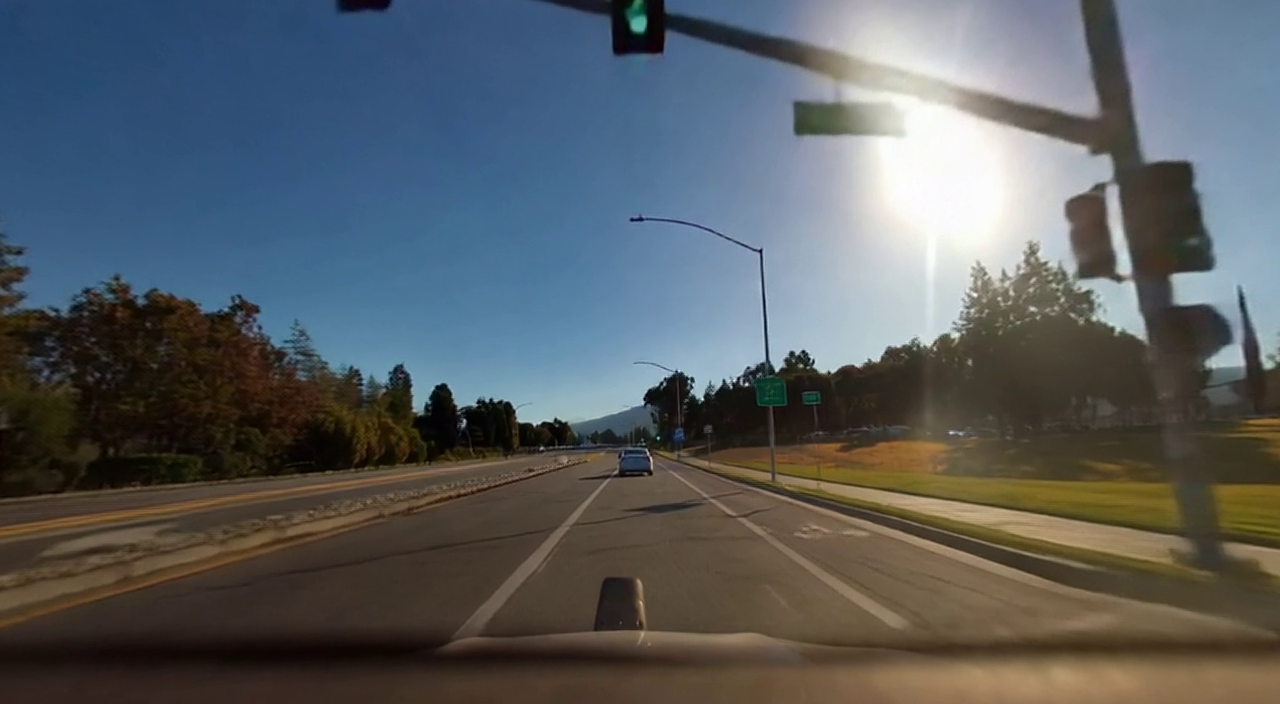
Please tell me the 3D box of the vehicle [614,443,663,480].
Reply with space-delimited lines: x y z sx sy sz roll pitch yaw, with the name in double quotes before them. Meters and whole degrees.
"vehicle" -0.067 4.659 27.029 1.954 1.469 3.465 0 -8 0
